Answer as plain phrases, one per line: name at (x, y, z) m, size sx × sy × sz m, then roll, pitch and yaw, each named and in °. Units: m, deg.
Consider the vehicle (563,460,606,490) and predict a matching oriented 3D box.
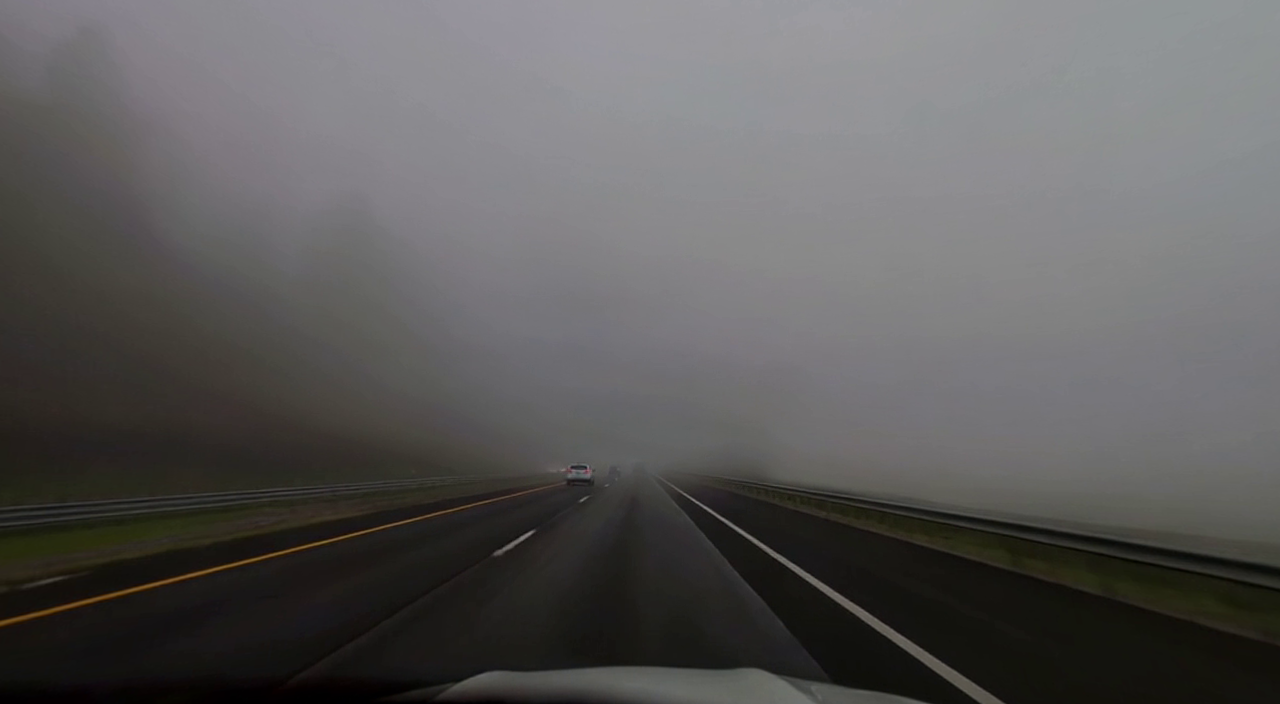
vehicle at (-3.054, 6.898, 35.424) m, size 1.900 × 1.550 × 4.146 m, roll 1°, pitch -10°, yaw 1°
